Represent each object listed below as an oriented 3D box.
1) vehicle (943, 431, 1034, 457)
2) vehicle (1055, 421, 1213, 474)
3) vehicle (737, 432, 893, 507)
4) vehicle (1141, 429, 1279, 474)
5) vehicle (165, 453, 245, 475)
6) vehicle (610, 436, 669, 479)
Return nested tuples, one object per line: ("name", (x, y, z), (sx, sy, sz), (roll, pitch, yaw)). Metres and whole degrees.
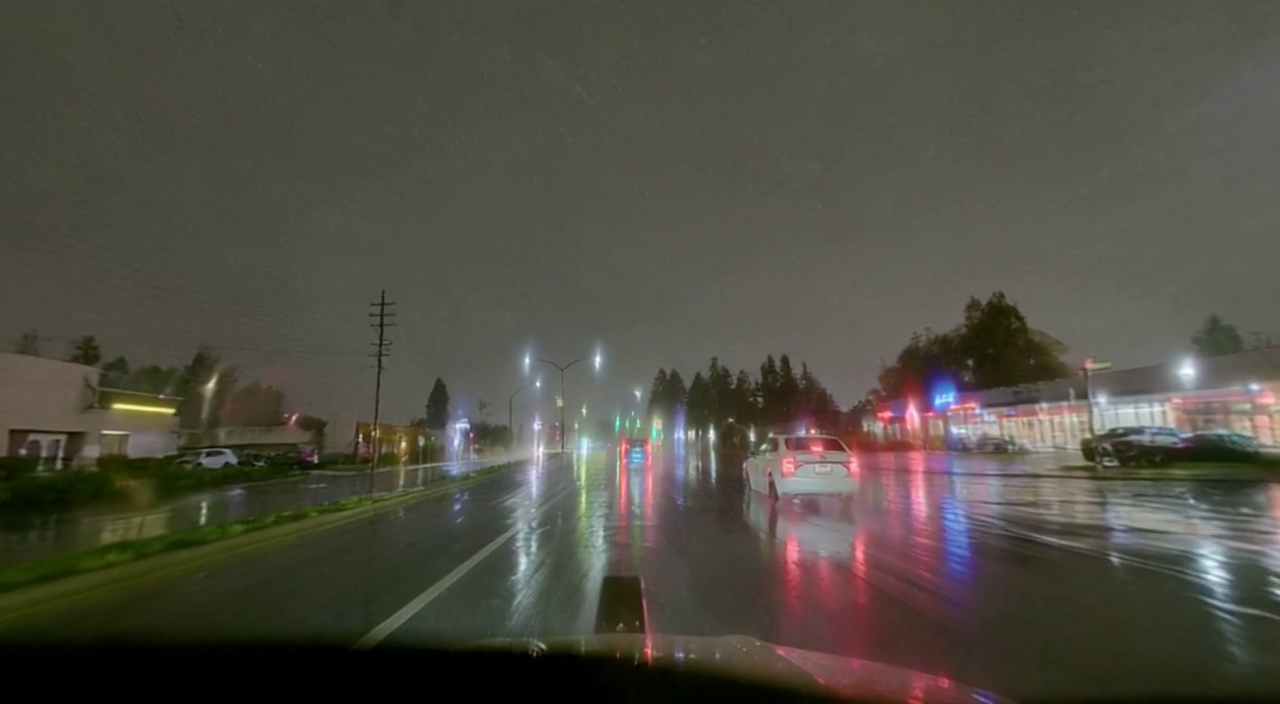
("vehicle", (20.531, 5.417, 37.145), (4.296, 1.496, 1.891), (1, -9, -8))
("vehicle", (20.483, 3.980, 26.266), (4.697, 1.832, 2.092), (-4, -9, -1))
("vehicle", (3.807, 2.652, 14.734), (2.153, 1.456, 4.705), (0, -8, -2))
("vehicle", (21.589, 3.617, 22.964), (4.763, 1.544, 2.047), (0, -8, 2))
("vehicle", (-29.837, 7.673, 43.213), (4.155, 1.486, 1.706), (0, -8, -2))
("vehicle", (-0.062, 3.827, 23.065), (1.998, 1.452, 3.773), (0, -8, -1))
